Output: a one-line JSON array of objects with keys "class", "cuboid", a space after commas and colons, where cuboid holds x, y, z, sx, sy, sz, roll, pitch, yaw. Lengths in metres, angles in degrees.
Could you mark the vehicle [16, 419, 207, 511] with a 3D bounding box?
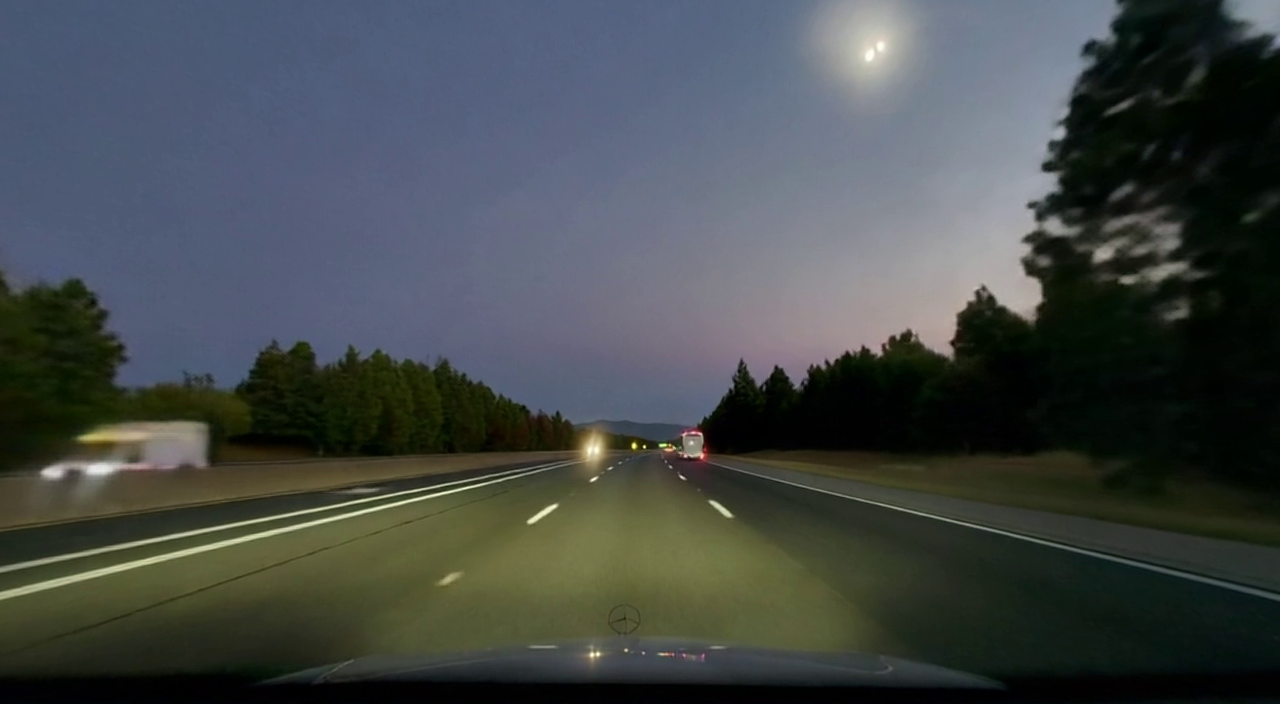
[{"class": "vehicle", "cuboid": [-20.029, 4.288, 24.394, 2.412, 3.107, 5.502, 0, -9, 1]}]
